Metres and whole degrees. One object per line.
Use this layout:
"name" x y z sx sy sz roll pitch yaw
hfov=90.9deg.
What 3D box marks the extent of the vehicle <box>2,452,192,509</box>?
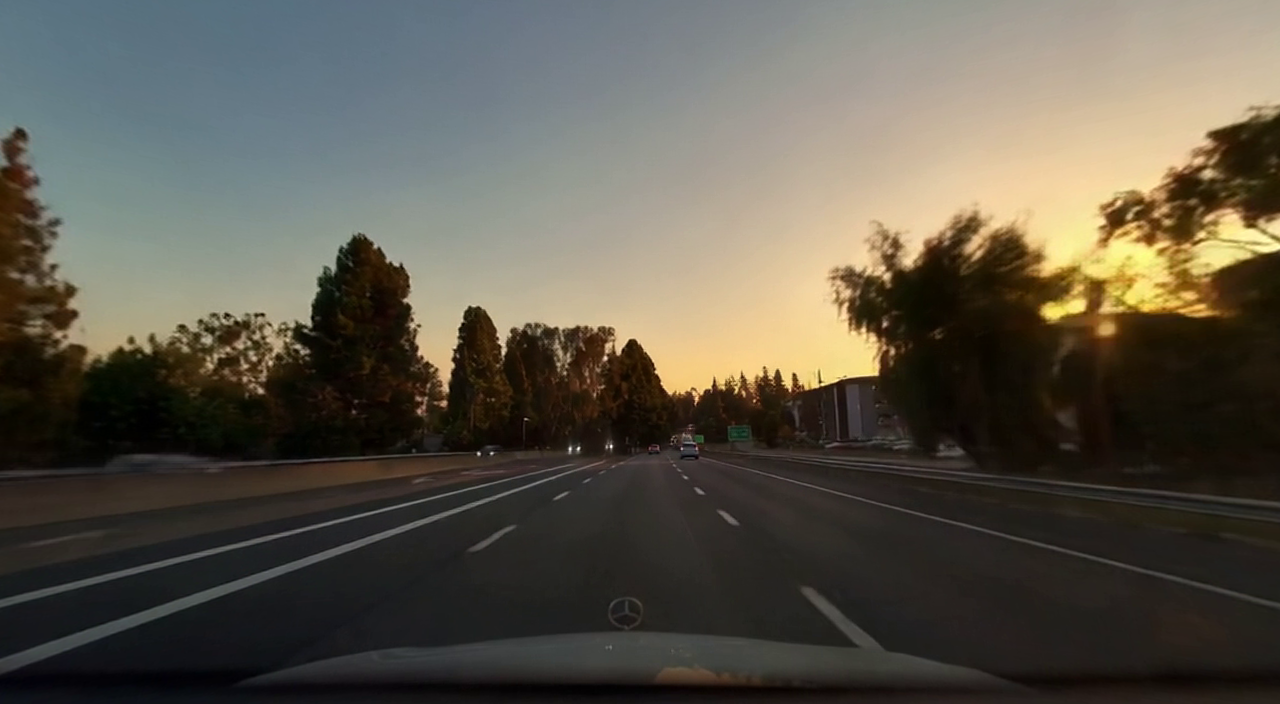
"vehicle" -16.329 3.844 19.357 1.807 1.442 4.421 0 -8 2
